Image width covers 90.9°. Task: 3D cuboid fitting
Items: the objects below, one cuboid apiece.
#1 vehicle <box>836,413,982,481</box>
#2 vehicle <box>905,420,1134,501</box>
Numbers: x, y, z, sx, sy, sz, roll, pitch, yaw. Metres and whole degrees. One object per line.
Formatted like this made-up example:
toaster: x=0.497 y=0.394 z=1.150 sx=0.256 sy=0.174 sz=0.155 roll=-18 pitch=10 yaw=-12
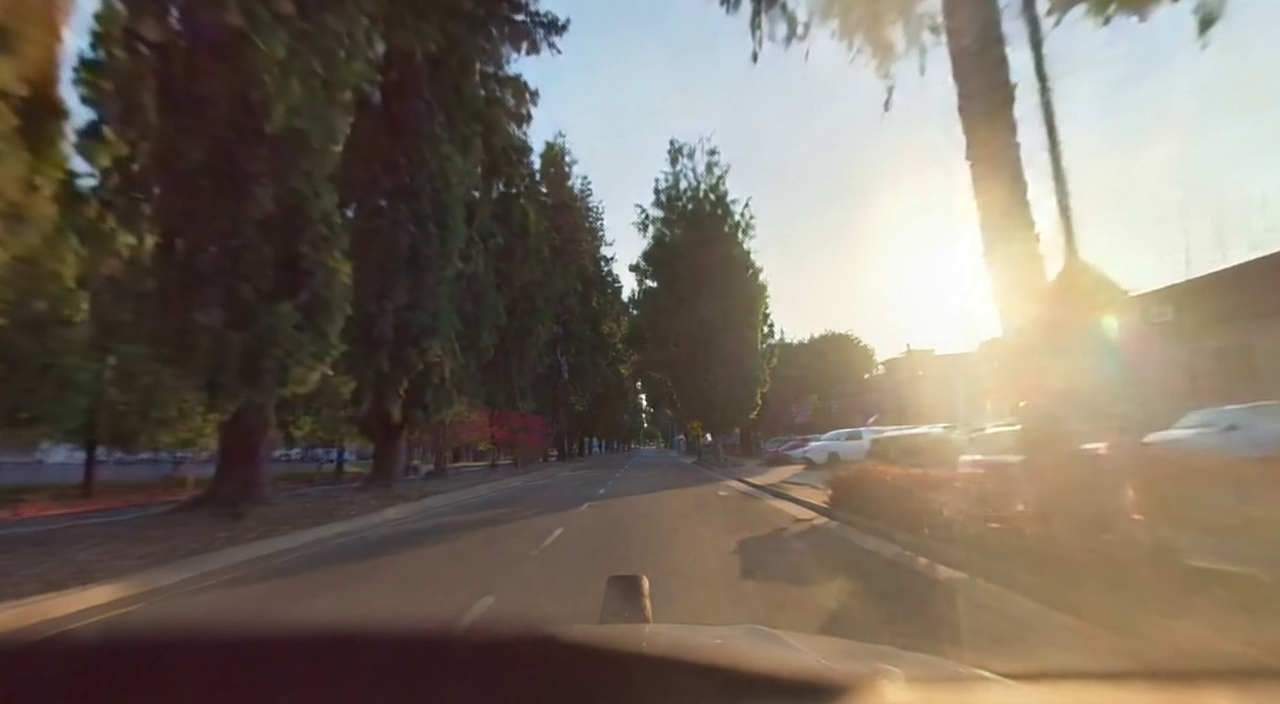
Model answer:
vehicle: x=7.925 y=2.956 z=19.284 sx=2.043 sy=1.791 sz=5.339 roll=0 pitch=-10 yaw=-1
vehicle: x=7.970 y=2.337 z=13.959 sx=2.056 sy=1.449 sz=4.679 roll=-1 pitch=-8 yaw=-1
